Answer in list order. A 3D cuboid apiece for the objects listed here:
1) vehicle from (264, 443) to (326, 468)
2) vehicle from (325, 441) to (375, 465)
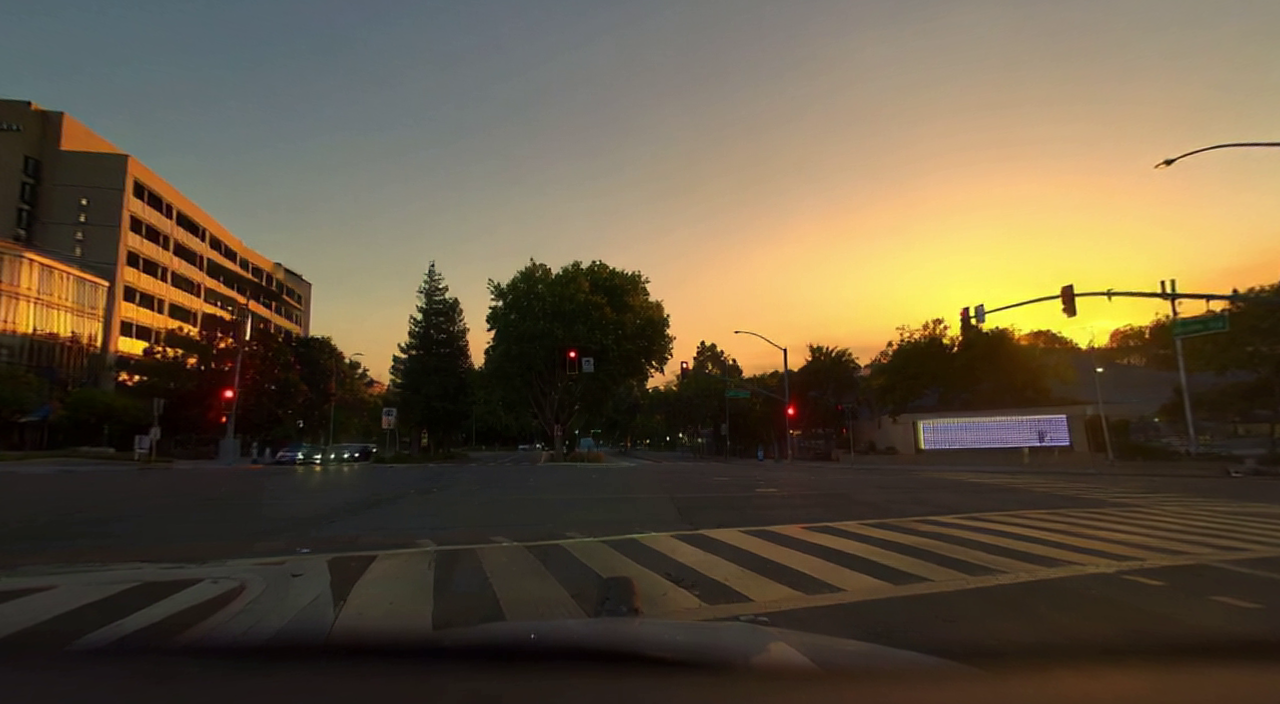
[{"bbox_3d":[-21.834,6.557,40.149,2.005,1.496,4.020,1,-9,-6],"label":"vehicle"},{"bbox_3d":[-22.444,7.801,49.044,2.023,1.706,4.756,1,-9,-6],"label":"vehicle"}]
